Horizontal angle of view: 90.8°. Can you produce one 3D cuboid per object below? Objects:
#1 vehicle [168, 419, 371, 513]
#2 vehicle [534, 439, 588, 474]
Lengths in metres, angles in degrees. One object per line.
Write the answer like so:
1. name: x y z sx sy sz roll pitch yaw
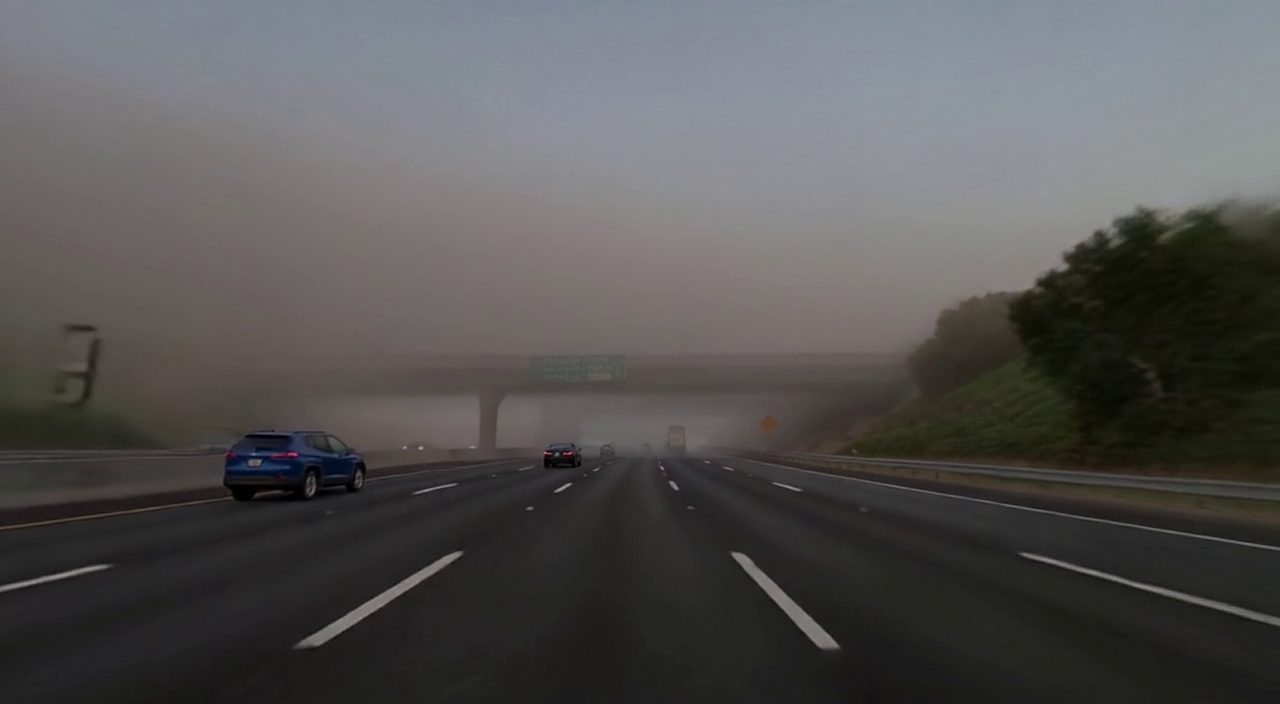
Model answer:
1. vehicle: -7.683 2.413 13.703 1.860 1.694 4.173 0 -9 0
2. vehicle: -3.673 4.927 29.986 1.925 1.509 4.363 0 -9 1
